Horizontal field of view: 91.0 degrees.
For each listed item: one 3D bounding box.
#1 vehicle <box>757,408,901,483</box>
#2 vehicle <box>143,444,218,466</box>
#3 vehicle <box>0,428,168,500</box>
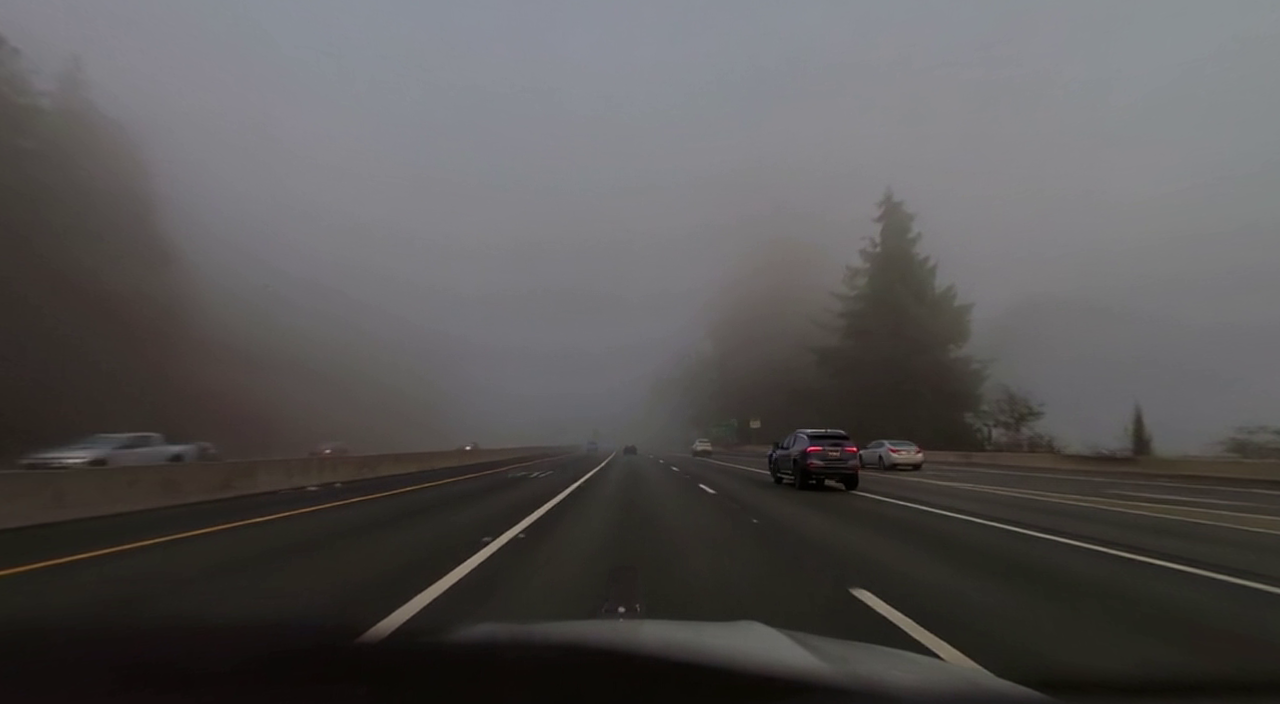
[{"bbox_3d":[6.639,3.511,23.689,2.779,2.339,8.073,0,-8,-1],"label":"vehicle"},{"bbox_3d":[-32.355,7.263,44.511,1.844,1.483,4.609,0,-8,-1],"label":"vehicle"},{"bbox_3d":[-16.694,3.118,18.015,2.114,1.742,5.510,0,-8,0],"label":"vehicle"}]
